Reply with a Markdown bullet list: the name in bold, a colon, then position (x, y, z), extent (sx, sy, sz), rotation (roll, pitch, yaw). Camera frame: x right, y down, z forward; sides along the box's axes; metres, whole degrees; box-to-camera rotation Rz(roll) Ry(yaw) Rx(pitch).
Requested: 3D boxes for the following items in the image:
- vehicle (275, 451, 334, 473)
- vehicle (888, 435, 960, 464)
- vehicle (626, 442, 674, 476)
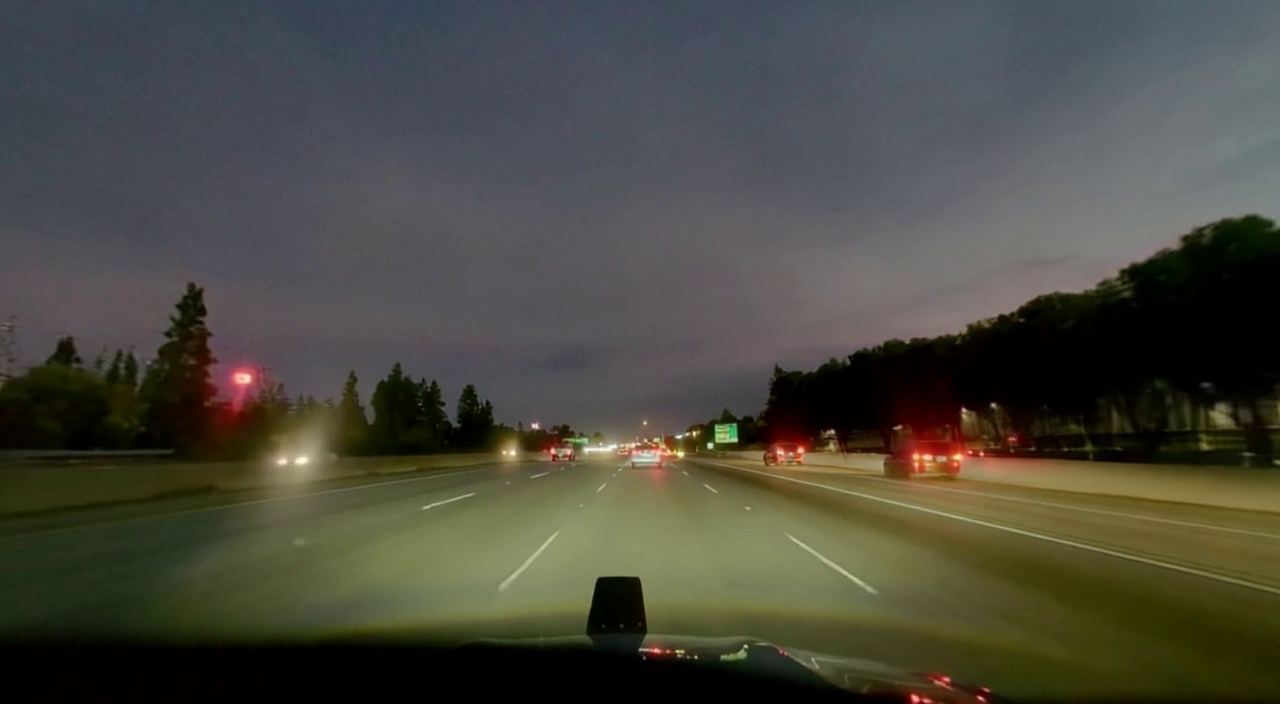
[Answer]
- **vehicle**: position (-25.007, 8.187, 47.198), extent (1.828, 1.466, 4.519), rotation (0, -8, 1)
- **vehicle**: position (20.602, 7.082, 46.061), extent (2.304, 1.951, 5.719), rotation (0, -8, -4)
- **vehicle**: position (0.401, 5.020, 29.853), extent (2.112, 1.482, 4.082), rotation (0, -8, -1)
